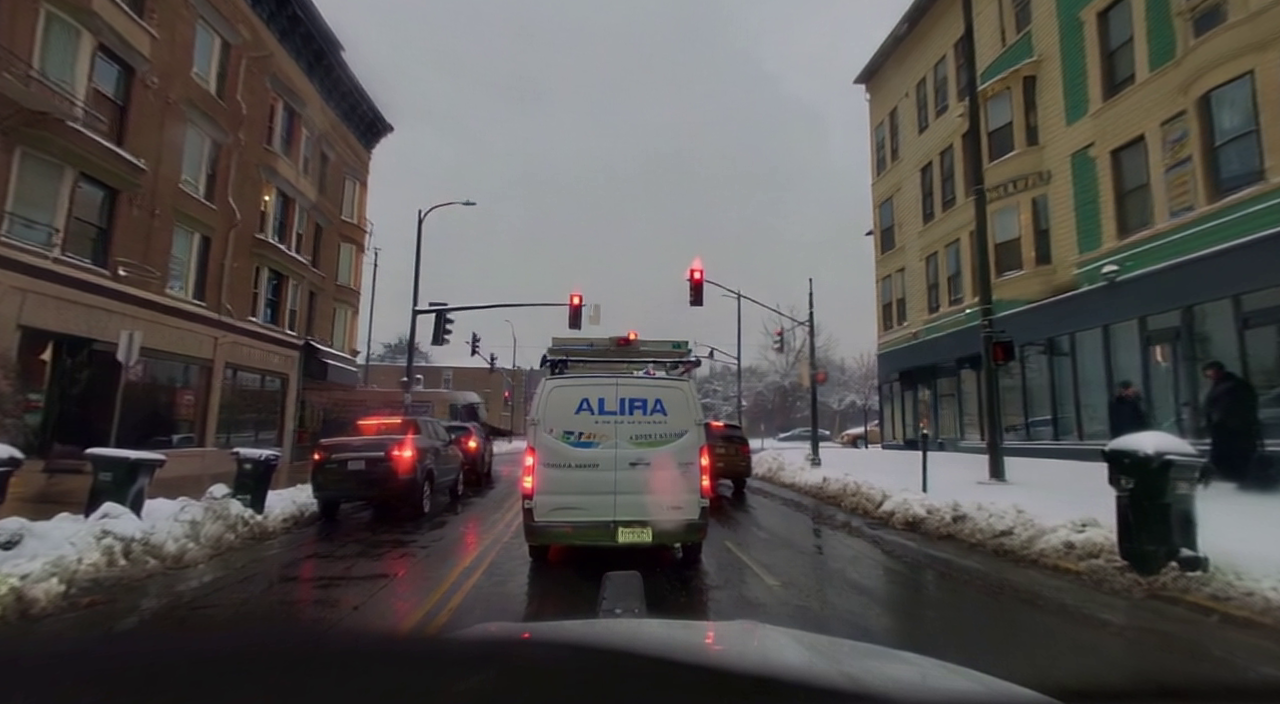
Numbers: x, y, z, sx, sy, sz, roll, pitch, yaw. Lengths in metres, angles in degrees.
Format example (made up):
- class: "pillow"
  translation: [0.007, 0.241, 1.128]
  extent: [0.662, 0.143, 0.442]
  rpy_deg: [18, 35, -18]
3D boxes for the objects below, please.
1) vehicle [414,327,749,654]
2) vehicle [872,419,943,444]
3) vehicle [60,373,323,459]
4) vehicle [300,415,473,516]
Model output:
- class: "vehicle"
  translation: [-0.481, 1.085, 5.922]
  extent: [1.951, 1.907, 4.266]
  rpy_deg: [1, -8, -4]
- class: "vehicle"
  translation: [15.348, 4.564, 36.179]
  extent: [3.381, 1.391, 1.529]
  rpy_deg: [1, -8, -9]
- class: "vehicle"
  translation: [-17.836, 2.661, 25.697]
  extent: [8.088, 3.213, 2.801]
  rpy_deg: [1, -8, -9]
- class: "vehicle"
  translation: [-4.175, 1.896, 10.990]
  extent: [1.841, 1.461, 3.426]
  rpy_deg: [1, -8, -5]
